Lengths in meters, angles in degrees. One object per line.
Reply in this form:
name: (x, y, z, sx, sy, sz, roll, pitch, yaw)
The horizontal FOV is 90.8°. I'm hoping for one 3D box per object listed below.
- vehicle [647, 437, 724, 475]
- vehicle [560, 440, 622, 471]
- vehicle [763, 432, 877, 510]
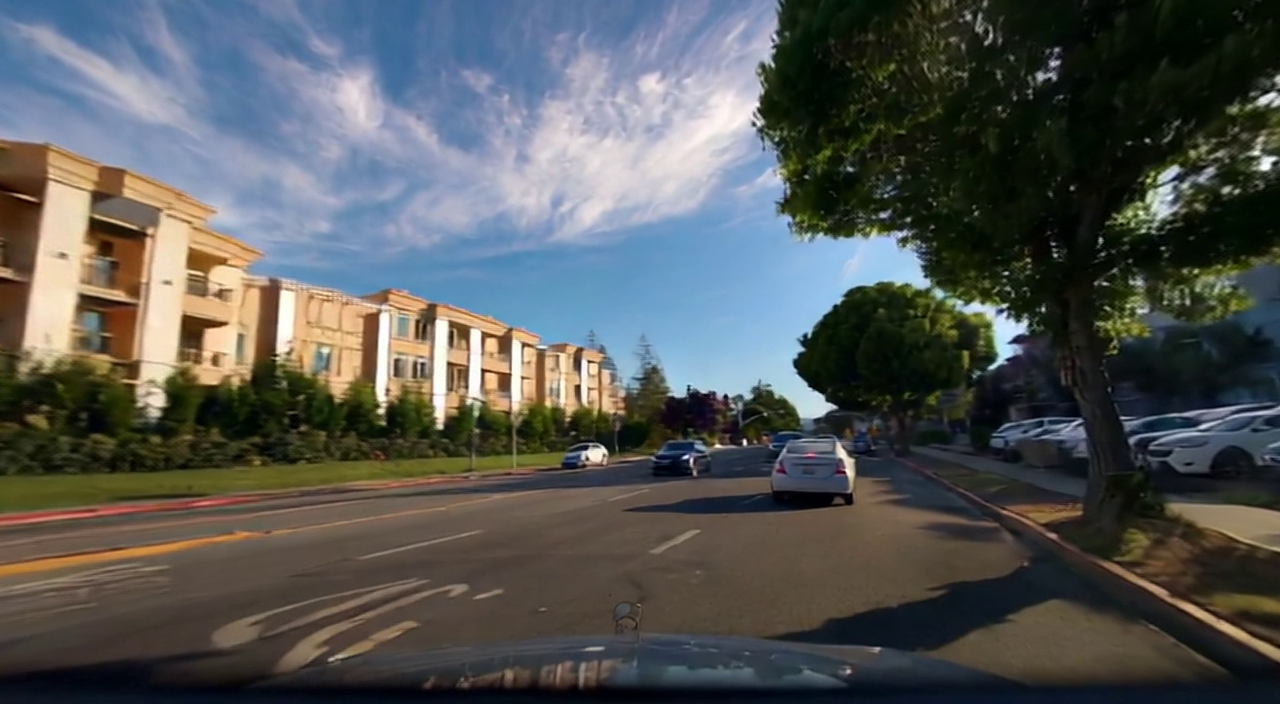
vehicle: (2.105, 4.512, 27.860, 2.170, 1.465, 4.648, -3, -8, 20)
vehicle: (-2.794, 6.013, 37.083, 1.982, 1.445, 4.458, -8, -9, 17)
vehicle: (4.226, 2.594, 14.538, 2.116, 1.479, 4.358, -3, -8, 19)
